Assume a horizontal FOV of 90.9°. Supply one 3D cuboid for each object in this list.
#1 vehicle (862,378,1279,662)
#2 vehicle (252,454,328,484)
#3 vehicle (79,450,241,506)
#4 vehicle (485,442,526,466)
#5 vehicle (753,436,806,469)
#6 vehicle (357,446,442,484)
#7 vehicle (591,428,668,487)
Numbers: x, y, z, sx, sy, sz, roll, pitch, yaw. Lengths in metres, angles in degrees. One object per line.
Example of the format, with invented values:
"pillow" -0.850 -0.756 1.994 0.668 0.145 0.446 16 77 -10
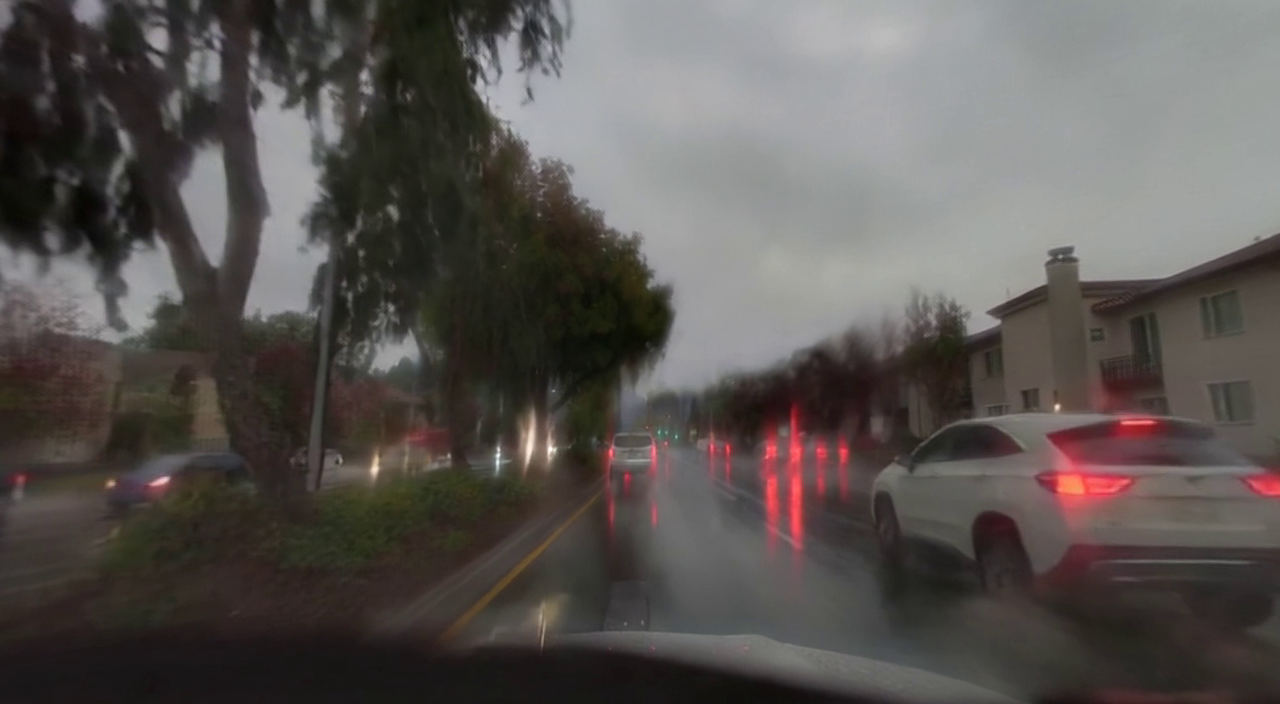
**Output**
"vehicle" 3.983 1.333 6.078 2.100 1.689 4.501 0 -8 1
"vehicle" -20.449 6.842 37.044 1.821 1.568 4.296 0 -9 2
"vehicle" -16.545 4.318 22.117 1.972 1.723 4.608 0 -9 1
"vehicle" -10.261 7.796 48.405 2.142 1.742 4.523 0 -9 1
"vehicle" 7.772 5.633 35.431 1.971 1.722 4.341 0 -8 0
"vehicle" -10.314 4.857 27.450 1.907 1.471 4.410 0 -9 1
"vehicle" -0.329 3.560 21.531 2.332 1.798 4.546 0 -8 0
